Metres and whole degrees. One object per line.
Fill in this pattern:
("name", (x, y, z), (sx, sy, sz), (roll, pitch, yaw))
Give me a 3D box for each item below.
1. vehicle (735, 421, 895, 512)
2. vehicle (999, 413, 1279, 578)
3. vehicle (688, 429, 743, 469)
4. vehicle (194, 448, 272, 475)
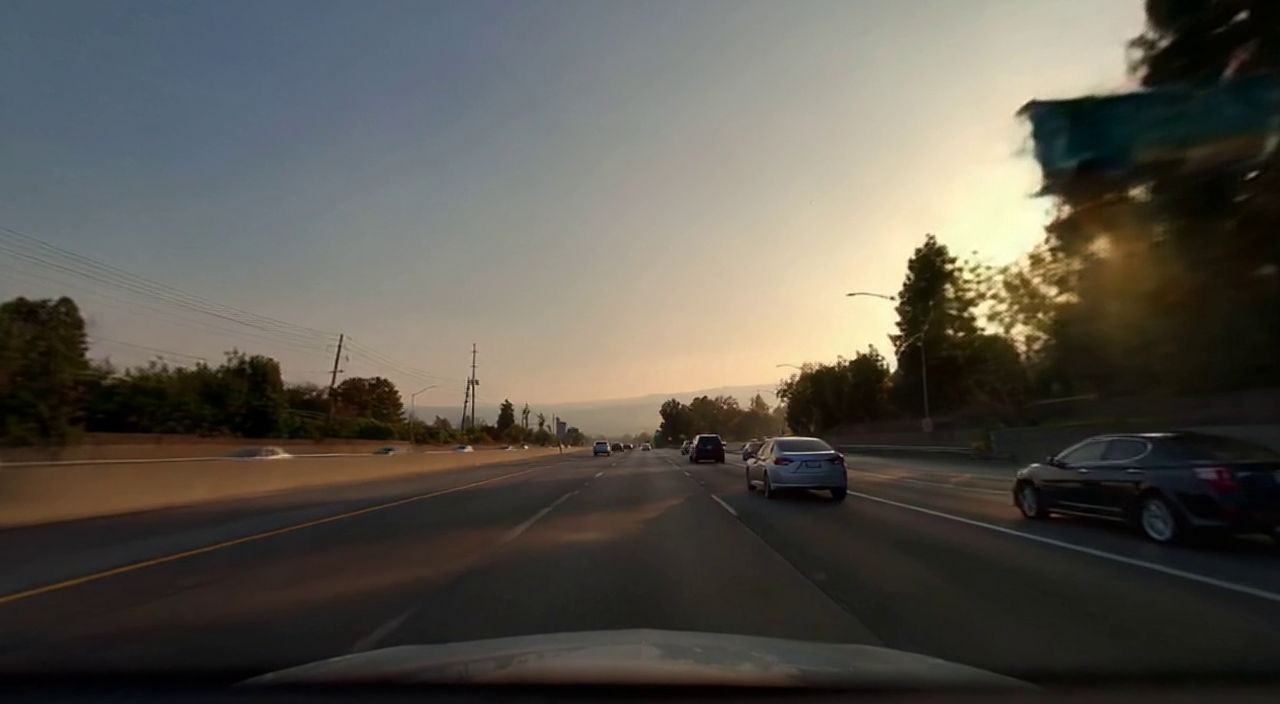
("vehicle", (3.506, 2.396, 13.692), (2.146, 1.639, 4.475), (0, -8, 0))
("vehicle", (6.979, 1.645, 8.020), (1.988, 1.518, 4.856), (0, -8, 0))
("vehicle", (4.087, 5.399, 35.340), (2.442, 2.022, 5.466), (0, -8, 0))
("vehicle", (-22.418, 6.031, 34.935), (1.727, 1.388, 3.769), (0, -8, 1))
